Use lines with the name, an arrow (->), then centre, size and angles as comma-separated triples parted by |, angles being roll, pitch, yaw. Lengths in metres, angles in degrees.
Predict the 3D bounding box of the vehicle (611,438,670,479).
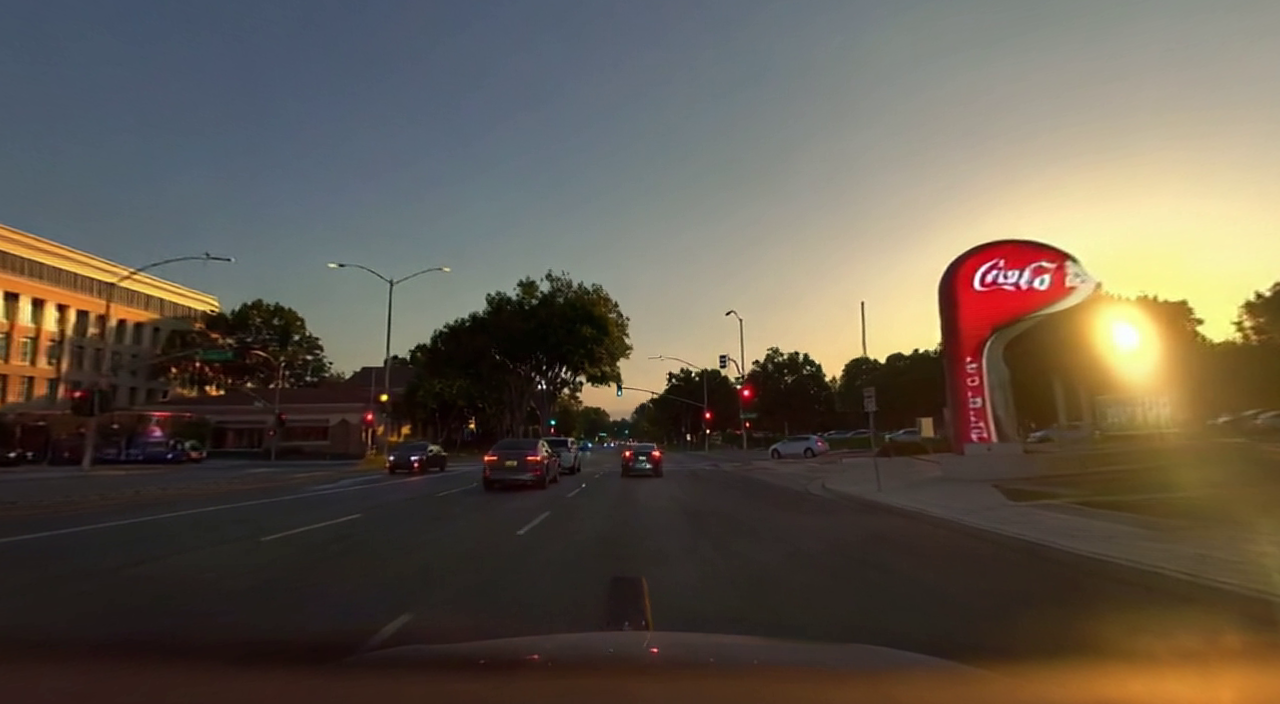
vehicle -> 0.099, 4.353, 26.099 | 2.258, 1.507, 3.896 | -1, -8, 3

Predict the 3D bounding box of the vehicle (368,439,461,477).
vehicle -> -9.563, 4.523, 27.140 | 2.096, 1.474, 4.585 | -1, -9, 3

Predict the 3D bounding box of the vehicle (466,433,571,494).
vehicle -> -3.308, 3.139, 18.096 | 2.029, 1.517, 4.375 | 0, -9, 2
